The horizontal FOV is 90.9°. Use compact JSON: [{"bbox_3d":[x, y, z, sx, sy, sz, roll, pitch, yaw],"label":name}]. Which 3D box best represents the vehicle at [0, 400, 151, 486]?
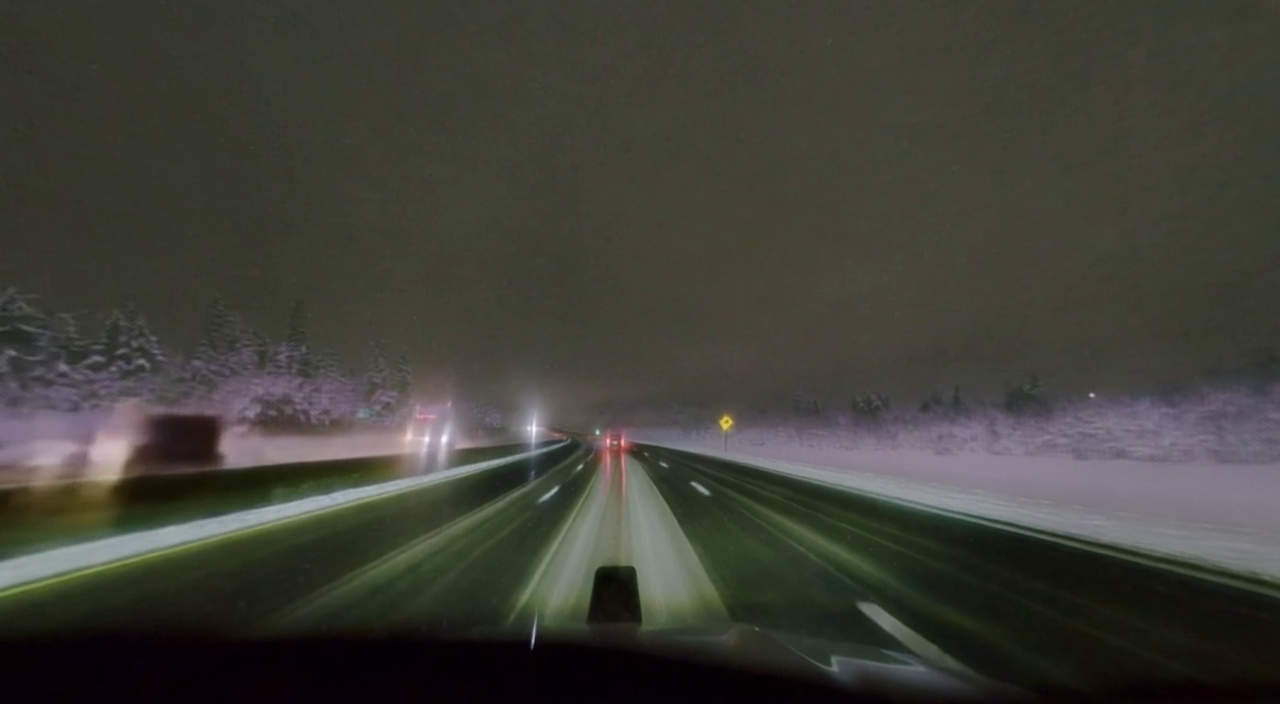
[{"bbox_3d":[-12.604,1.840,12.809,1.939,1.547,4.294,0,-8,-1],"label":"vehicle"}]

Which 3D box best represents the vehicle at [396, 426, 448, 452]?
[{"bbox_3d":[-13.457,5.409,39.171,1.918,1.510,4.178,0,-8,-2],"label":"vehicle"}]
